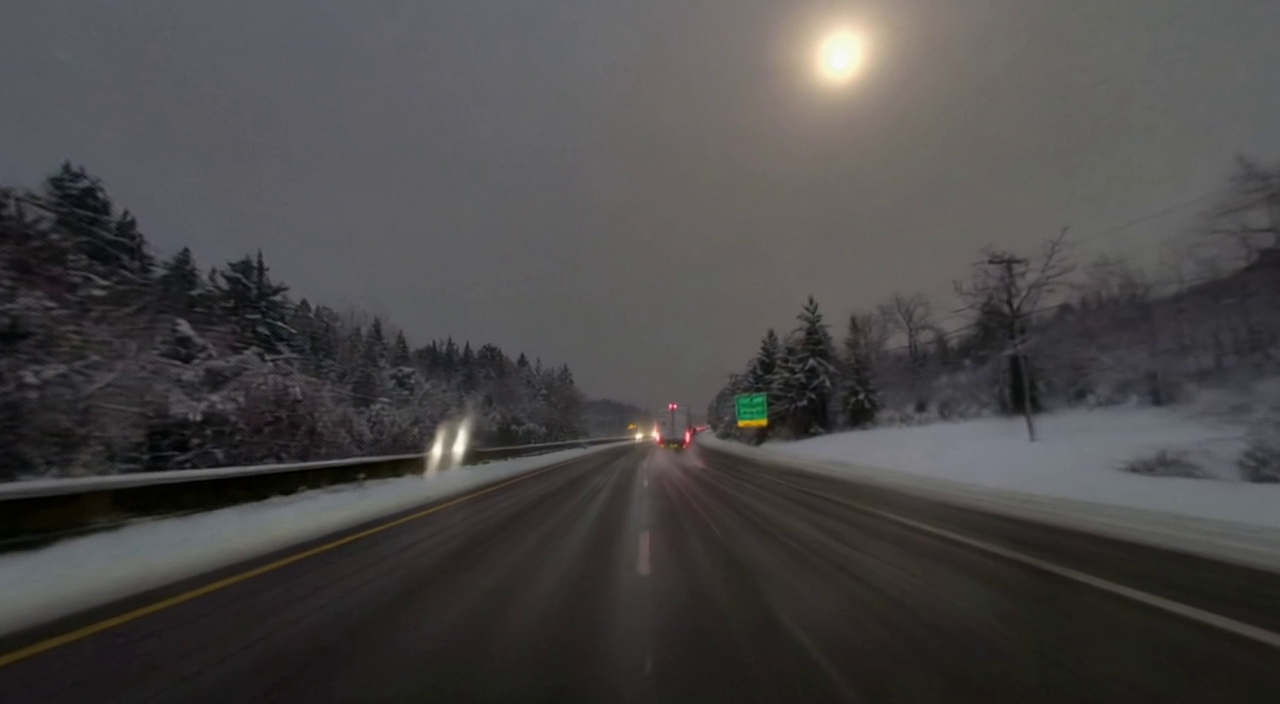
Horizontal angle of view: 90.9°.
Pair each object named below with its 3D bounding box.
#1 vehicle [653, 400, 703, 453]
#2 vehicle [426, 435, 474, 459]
[{"bbox_3d":[2.757,5.822,48.702,3.200,3.651,8.416,0,-8,-1],"label":"vehicle"},{"bbox_3d":[-13.917,6.980,46.474,2.112,1.654,4.481,-1,-8,1],"label":"vehicle"}]
